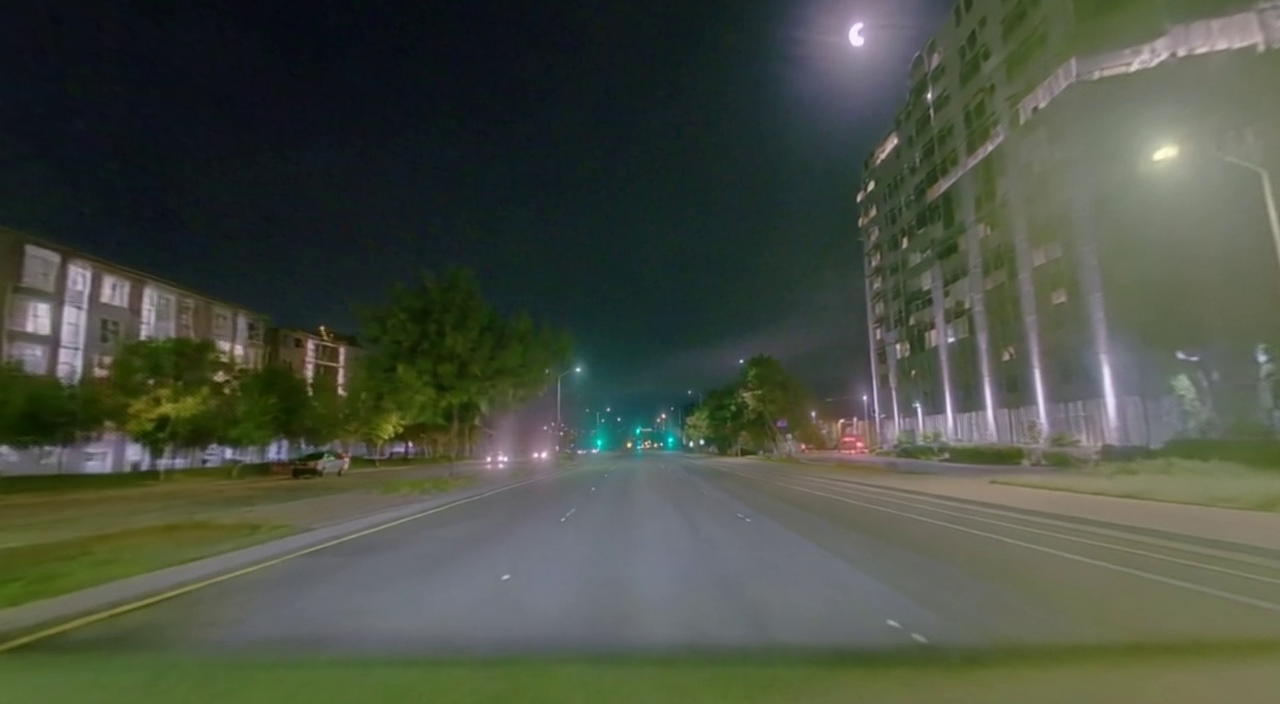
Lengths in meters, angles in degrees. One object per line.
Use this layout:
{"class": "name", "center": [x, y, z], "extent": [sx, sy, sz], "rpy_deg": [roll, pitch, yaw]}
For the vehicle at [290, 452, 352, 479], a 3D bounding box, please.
{"class": "vehicle", "center": [-22.165, 7.874, 44.122], "extent": [1.990, 1.650, 4.617], "rpy_deg": [0, -8, -1]}
